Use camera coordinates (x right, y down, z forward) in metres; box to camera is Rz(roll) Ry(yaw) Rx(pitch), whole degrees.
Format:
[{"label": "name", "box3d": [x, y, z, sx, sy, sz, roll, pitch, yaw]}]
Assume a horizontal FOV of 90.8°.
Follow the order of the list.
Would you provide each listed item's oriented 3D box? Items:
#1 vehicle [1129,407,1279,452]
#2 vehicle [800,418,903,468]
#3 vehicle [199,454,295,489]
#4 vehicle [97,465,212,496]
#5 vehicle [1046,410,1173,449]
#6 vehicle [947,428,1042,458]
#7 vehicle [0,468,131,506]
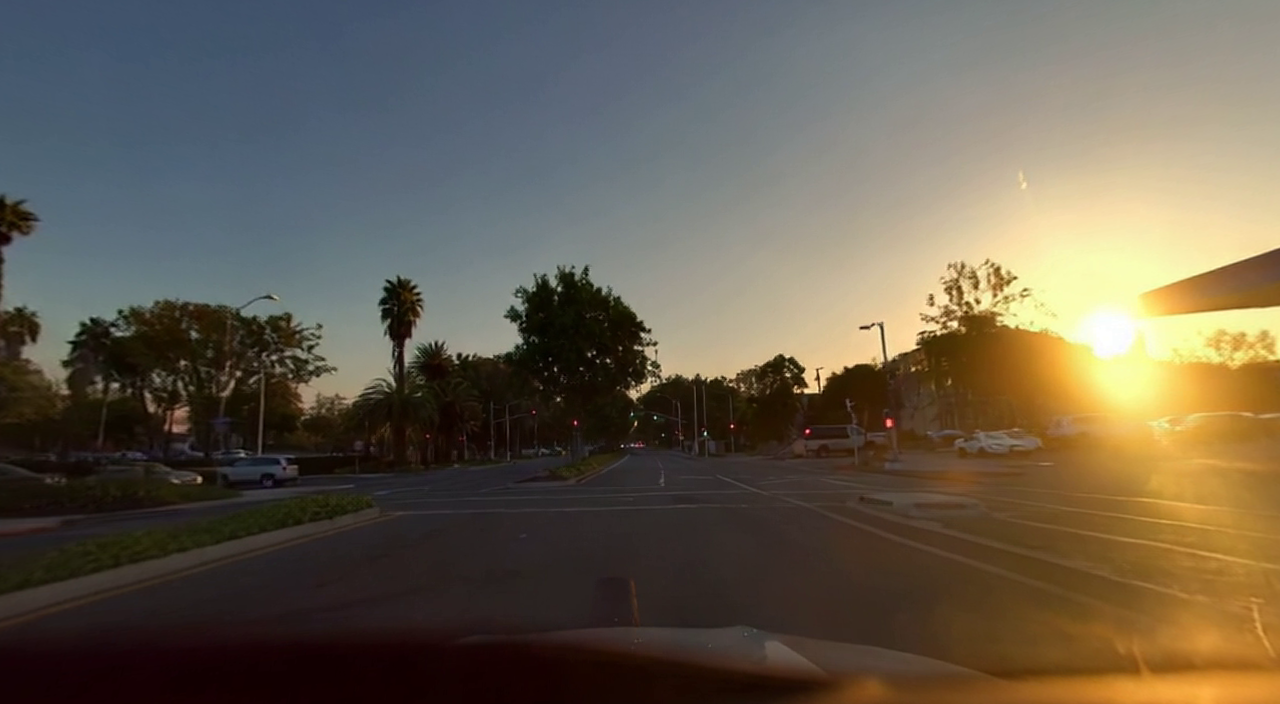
[{"label": "vehicle", "box3d": [30.058, 4.137, 33.595, 6.052, 2.171, 2.511, 0, -9, -4]}, {"label": "vehicle", "box3d": [13.277, 5.909, 40.957, 2.944, 2.783, 10.332, 0, -9, -1]}, {"label": "vehicle", "box3d": [-25.958, 7.899, 41.853, 5.056, 1.839, 1.957, -3, -6, -2]}, {"label": "vehicle", "box3d": [-25.862, 6.867, 33.795, 4.448, 1.525, 1.835, 1, -9, -5]}, {"label": "vehicle", "box3d": [28.915, 4.811, 39.102, 5.625, 2.303, 2.592, 0, -9, 2]}, {"label": "vehicle", "box3d": [21.618, 5.584, 38.601, 4.578, 1.756, 2.042, 1, -9, -4]}, {"label": "vehicle", "box3d": [-25.645, 5.964, 28.077, 4.407, 1.565, 1.861, 0, -9, 2]}]
